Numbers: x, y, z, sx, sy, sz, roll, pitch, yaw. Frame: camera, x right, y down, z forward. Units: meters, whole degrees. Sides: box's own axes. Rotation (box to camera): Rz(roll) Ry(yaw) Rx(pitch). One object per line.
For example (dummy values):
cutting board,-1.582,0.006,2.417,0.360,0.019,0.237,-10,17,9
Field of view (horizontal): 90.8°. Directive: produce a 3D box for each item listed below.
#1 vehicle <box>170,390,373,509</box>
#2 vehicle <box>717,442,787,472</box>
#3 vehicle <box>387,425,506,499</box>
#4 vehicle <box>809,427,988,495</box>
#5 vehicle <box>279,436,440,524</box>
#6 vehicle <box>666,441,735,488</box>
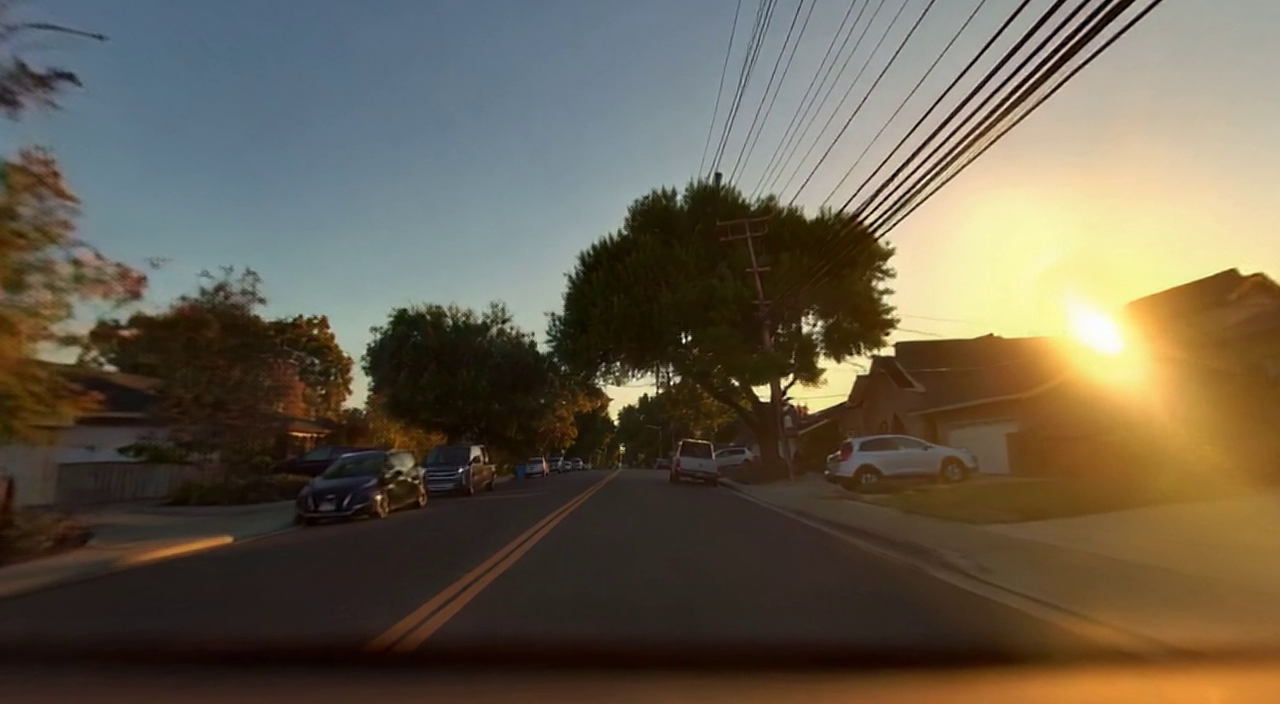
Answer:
vehicle,-11.769,3.266,21.351,2.781,3.221,7.995,1,-9,-7
vehicle,7.824,7.414,44.473,4.421,1.836,1.956,-2,-13,-1
vehicle,-6.712,4.079,22.844,2.269,2.229,6.042,-2,-12,1
vehicle,7.846,3.410,19.512,4.489,1.812,2.056,-1,-14,-5
vehicle,-6.754,3.235,15.880,2.046,1.777,4.473,-2,-12,-1
vehicle,2.645,5.090,28.976,2.203,1.952,5.111,1,-9,-5
